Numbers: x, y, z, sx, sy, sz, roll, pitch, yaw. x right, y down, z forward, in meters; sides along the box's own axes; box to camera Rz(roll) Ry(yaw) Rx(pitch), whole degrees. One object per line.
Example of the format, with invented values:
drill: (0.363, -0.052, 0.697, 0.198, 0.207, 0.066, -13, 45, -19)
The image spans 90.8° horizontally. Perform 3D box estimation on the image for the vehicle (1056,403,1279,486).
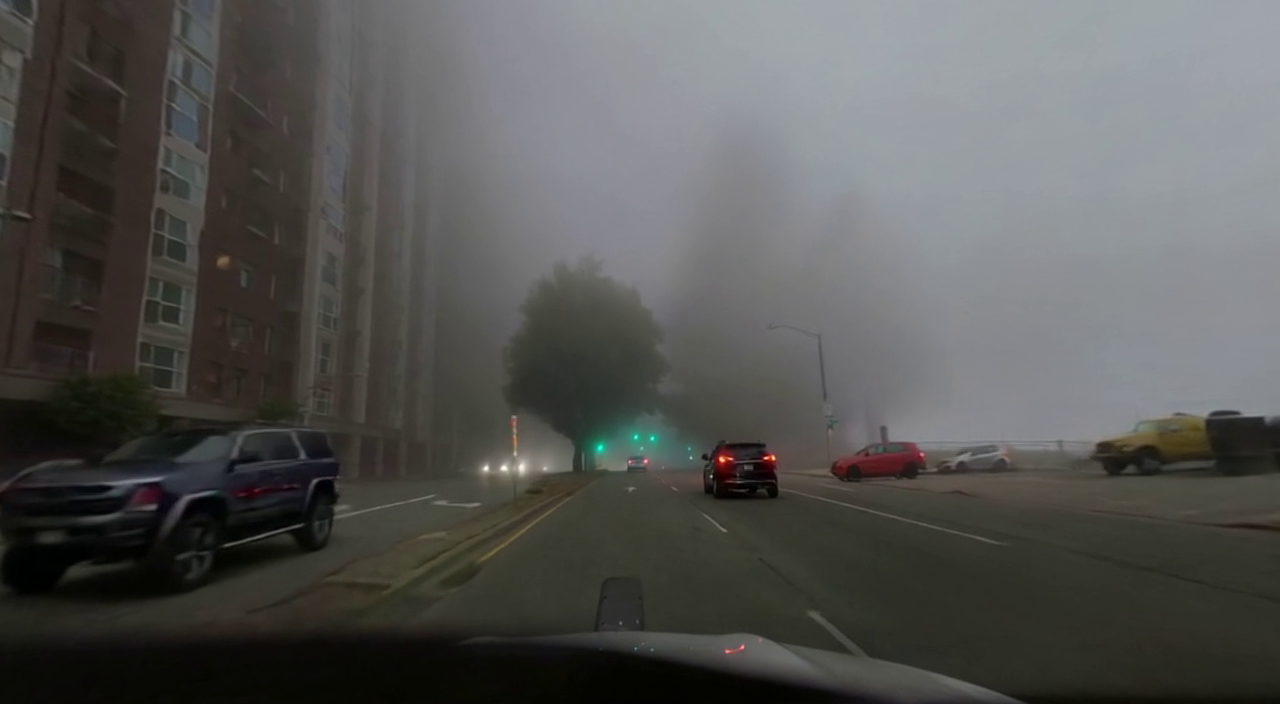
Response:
vehicle: (16.384, 2.935, 19.819, 2.519, 2.191, 5.821, 0, -9, -2)

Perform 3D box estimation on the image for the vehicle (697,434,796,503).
vehicle: (3.108, 3.536, 19.640, 2.129, 1.844, 4.767, 0, -8, -1)

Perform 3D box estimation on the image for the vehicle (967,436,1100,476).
vehicle: (16.924, 4.469, 27.308, 4.612, 1.632, 1.858, 1, -8, -6)

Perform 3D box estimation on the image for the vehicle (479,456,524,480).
vehicle: (-9.286, 7.780, 42.567, 1.905, 1.451, 4.425, -1, -8, 2)

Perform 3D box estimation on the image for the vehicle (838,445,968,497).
vehicle: (8.639, 3.921, 21.361, 1.940, 1.512, 5.129, 0, -8, -3)

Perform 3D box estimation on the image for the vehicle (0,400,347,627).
vehicle: (-5.500, 1.662, 7.503, 2.080, 1.857, 4.456, 0, -8, -3)

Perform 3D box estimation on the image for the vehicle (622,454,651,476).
vehicle: (-0.292, 8.492, 47.785, 2.059, 1.492, 4.033, 0, -8, -2)
